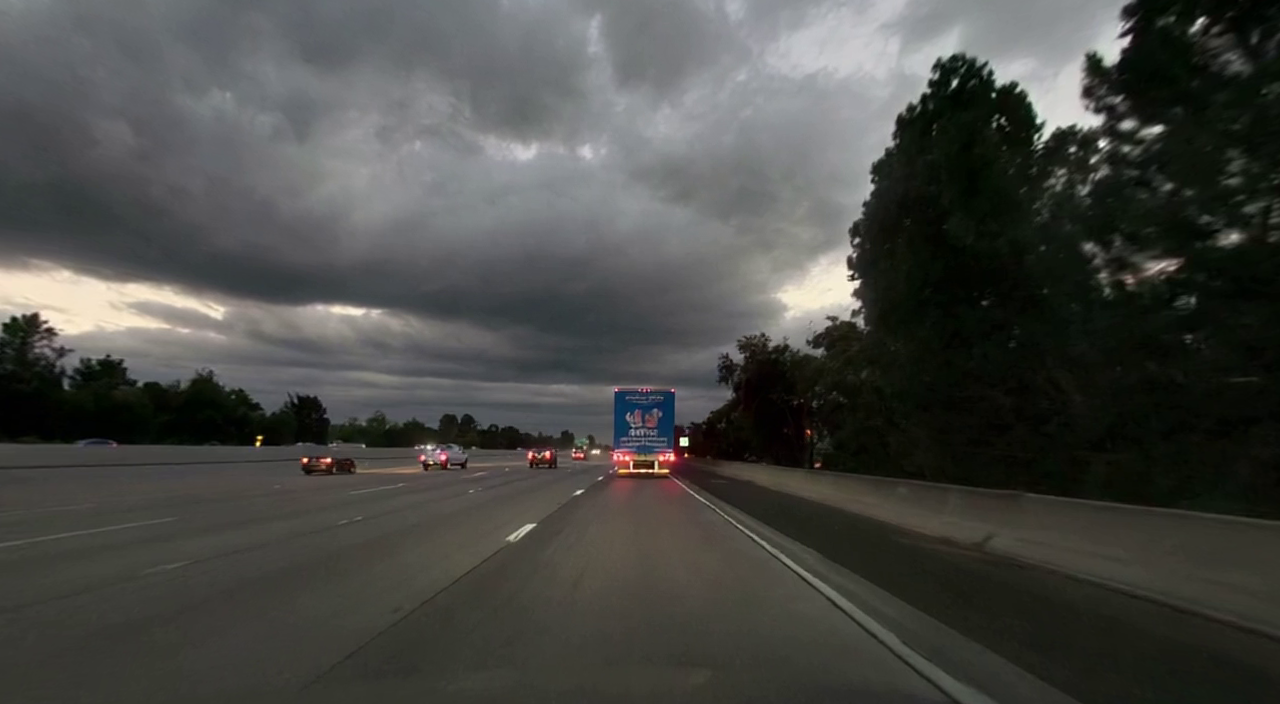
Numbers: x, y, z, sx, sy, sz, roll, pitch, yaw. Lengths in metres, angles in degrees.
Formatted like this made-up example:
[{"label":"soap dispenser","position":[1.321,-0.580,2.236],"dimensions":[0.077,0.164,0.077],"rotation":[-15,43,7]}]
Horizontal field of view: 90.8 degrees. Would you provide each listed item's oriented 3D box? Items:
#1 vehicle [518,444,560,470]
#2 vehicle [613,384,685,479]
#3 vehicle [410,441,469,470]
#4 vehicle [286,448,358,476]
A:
[{"label":"vehicle","position":[-7.154,7.479,45.039],"dimensions":[2.152,1.732,4.782],"rotation":[0,-9,1]},{"label":"vehicle","position":[0.318,4.643,35.404],"dimensions":[3.140,4.100,15.551],"rotation":[1,-9,-1]},{"label":"vehicle","position":[-14.127,7.348,44.938],"dimensions":[2.296,1.907,5.659],"rotation":[0,-9,1]},{"label":"vehicle","position":[-18.410,6.353,36.780],"dimensions":[1.901,1.485,4.279],"rotation":[0,-9,0]}]
